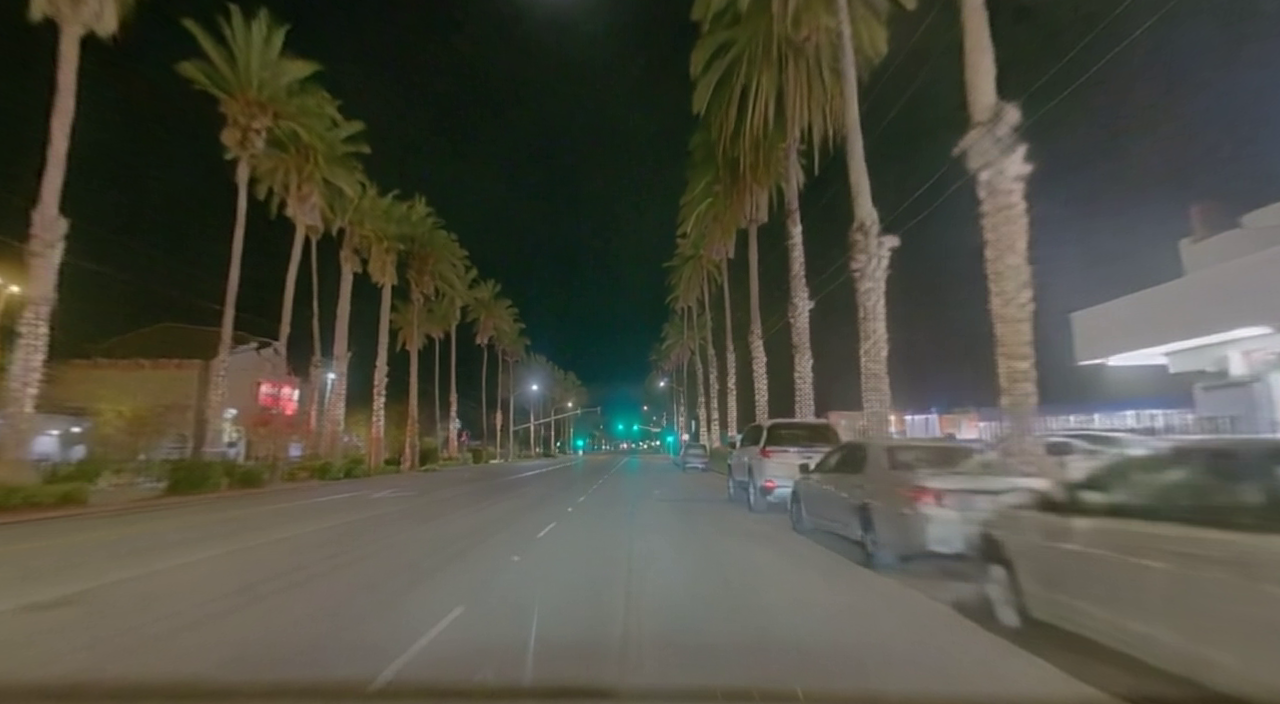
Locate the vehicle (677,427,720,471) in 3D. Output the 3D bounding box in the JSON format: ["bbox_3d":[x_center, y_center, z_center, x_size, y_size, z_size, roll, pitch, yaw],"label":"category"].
[{"bbox_3d":[3.666,6.238,40.576,2.221,2.552,5.594,1,-9,0],"label":"vehicle"}]

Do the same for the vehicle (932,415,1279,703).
[{"bbox_3d":[3.343,1.109,2.713,2.046,1.588,4.508,0,-9,1],"label":"vehicle"}]
